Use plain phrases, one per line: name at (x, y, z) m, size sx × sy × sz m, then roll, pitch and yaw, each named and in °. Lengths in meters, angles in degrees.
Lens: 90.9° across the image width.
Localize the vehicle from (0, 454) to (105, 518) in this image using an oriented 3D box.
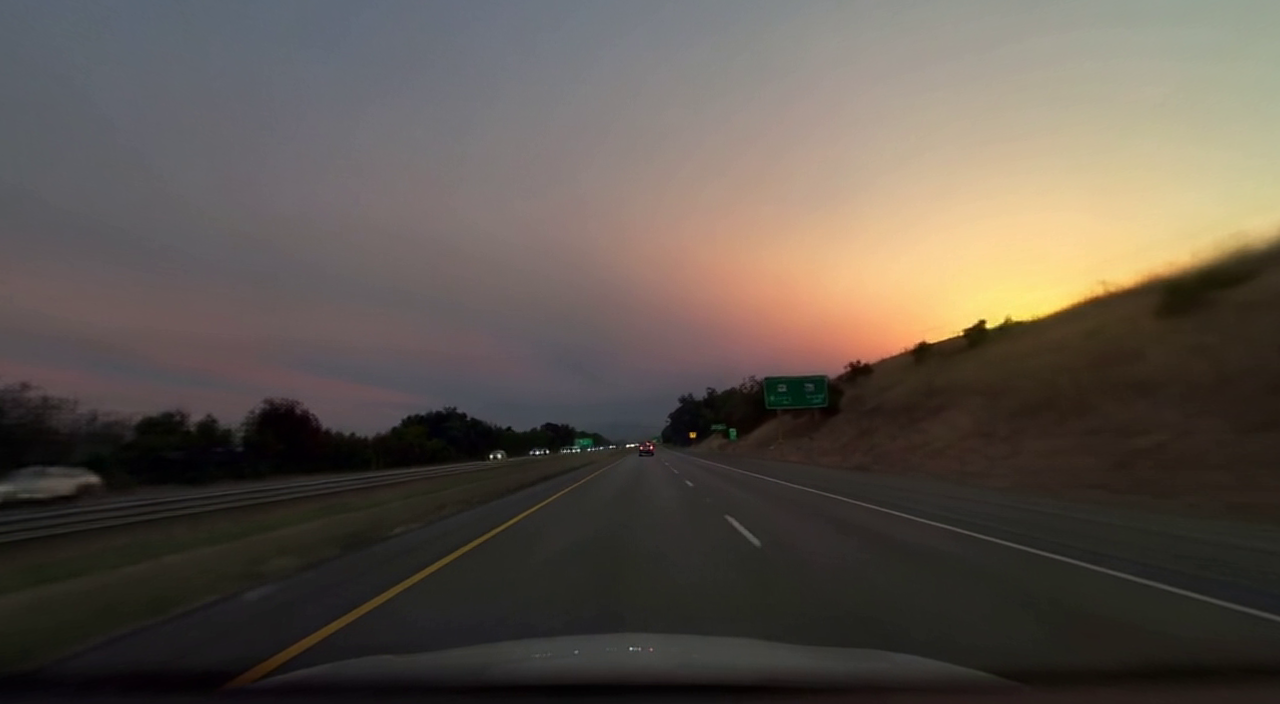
vehicle at (-32.616, 6.859, 32.561) m, size 2.815 × 3.027 × 8.058 m, roll 0°, pitch -8°, yaw 1°
